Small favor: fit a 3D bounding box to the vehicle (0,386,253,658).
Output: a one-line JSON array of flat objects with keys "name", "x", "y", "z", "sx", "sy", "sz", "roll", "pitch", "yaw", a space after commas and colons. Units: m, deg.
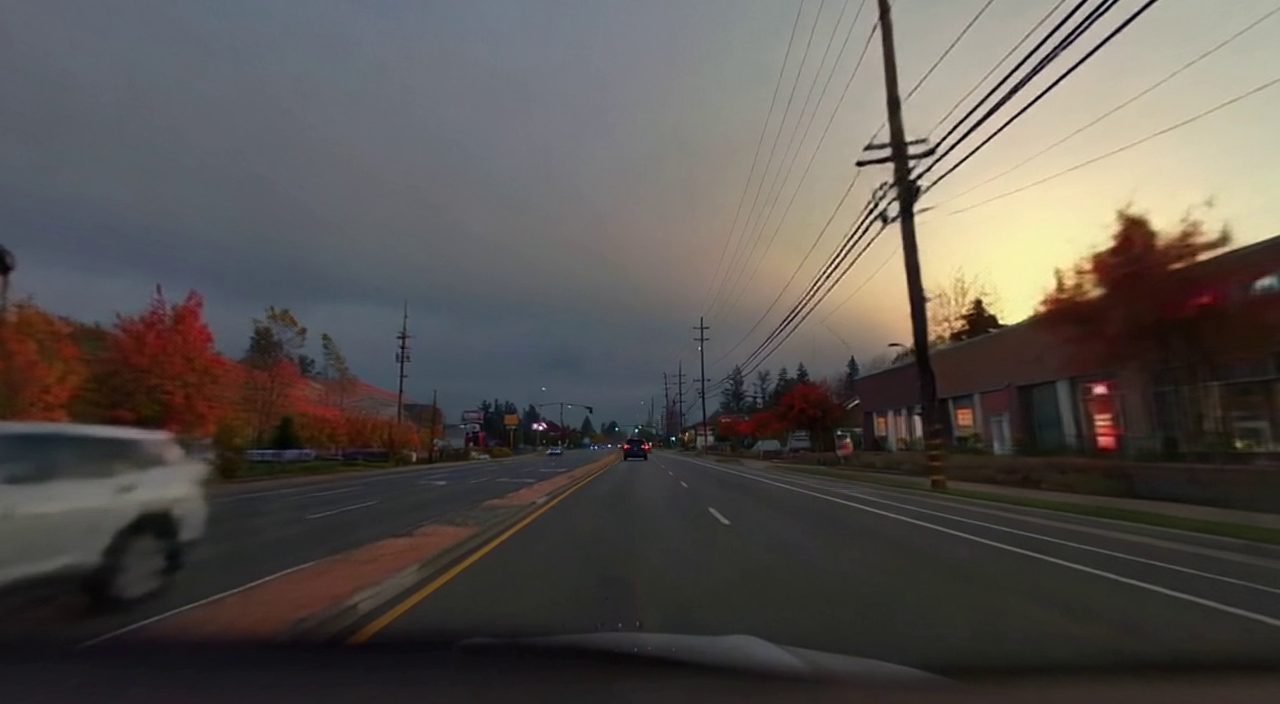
[{"name": "vehicle", "x": -4.996, "y": 1.142, "z": 4.311, "sx": 1.993, "sy": 1.680, "sz": 4.386, "roll": -2, "pitch": -8, "yaw": -1}]
